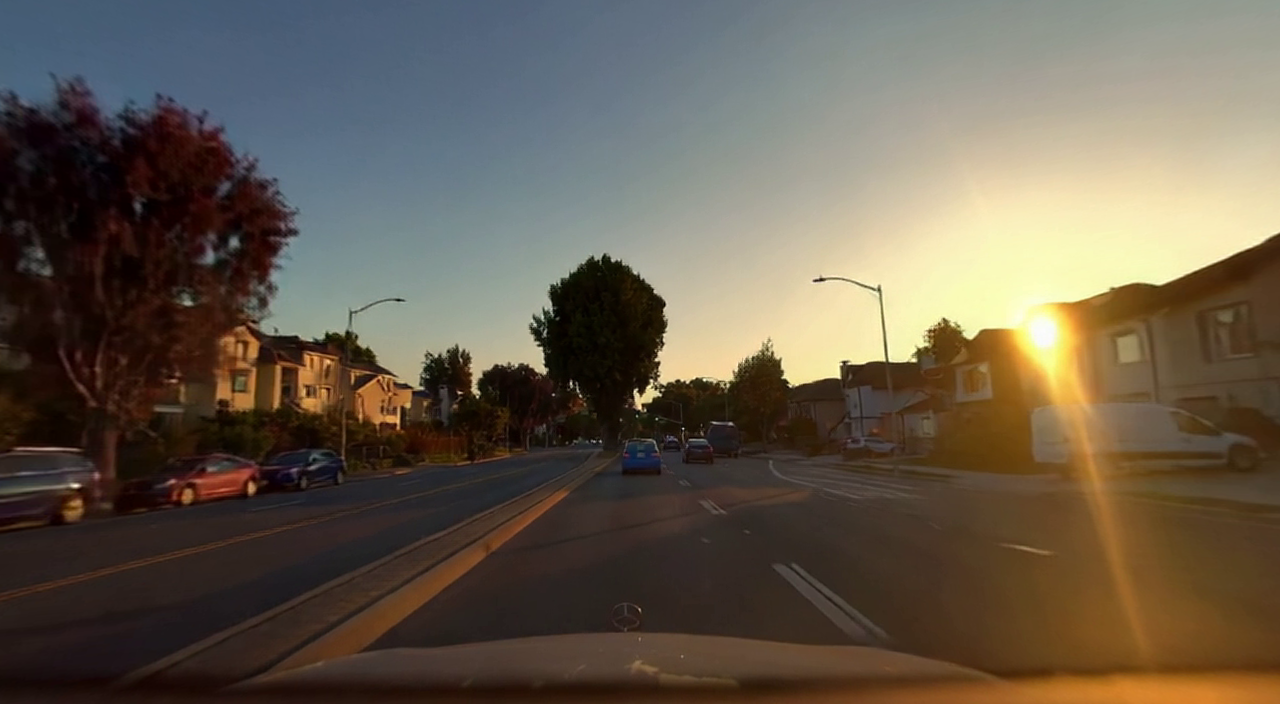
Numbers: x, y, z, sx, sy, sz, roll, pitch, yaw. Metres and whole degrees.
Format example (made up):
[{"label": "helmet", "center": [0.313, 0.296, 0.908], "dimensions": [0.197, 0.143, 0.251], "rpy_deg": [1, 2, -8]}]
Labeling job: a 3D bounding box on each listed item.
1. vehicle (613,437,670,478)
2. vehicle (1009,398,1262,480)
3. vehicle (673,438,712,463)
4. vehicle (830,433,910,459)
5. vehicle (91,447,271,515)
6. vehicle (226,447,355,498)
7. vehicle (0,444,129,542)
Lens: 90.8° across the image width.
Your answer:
[{"label": "vehicle", "center": [0.025, 4.163, 25.147], "dimensions": [2.093, 1.497, 4.010], "rpy_deg": [0, -9, -1]}, {"label": "vehicle", "center": [14.795, 2.636, 19.164], "dimensions": [5.696, 2.299, 2.292], "rpy_deg": [0, -9, -2]}, {"label": "vehicle", "center": [3.431, 6.553, 42.026], "dimensions": [2.161, 1.519, 4.568], "rpy_deg": [0, -9, 0]}, {"label": "vehicle", "center": [15.175, 6.227, 41.813], "dimensions": [4.456, 1.520, 1.911], "rpy_deg": [-2, -9, -2]}, {"label": "vehicle", "center": [-14.508, 4.045, 20.477], "dimensions": [2.140, 1.899, 4.900], "rpy_deg": [0, -9, 0]}, {"label": "vehicle", "center": [-14.275, 4.904, 26.329], "dimensions": [2.078, 1.833, 5.666], "rpy_deg": [-1, -9, 1]}, {"label": "vehicle", "center": [-14.422, 2.959, 13.304], "dimensions": [2.351, 2.008, 5.971], "rpy_deg": [0, -9, -1]}]
